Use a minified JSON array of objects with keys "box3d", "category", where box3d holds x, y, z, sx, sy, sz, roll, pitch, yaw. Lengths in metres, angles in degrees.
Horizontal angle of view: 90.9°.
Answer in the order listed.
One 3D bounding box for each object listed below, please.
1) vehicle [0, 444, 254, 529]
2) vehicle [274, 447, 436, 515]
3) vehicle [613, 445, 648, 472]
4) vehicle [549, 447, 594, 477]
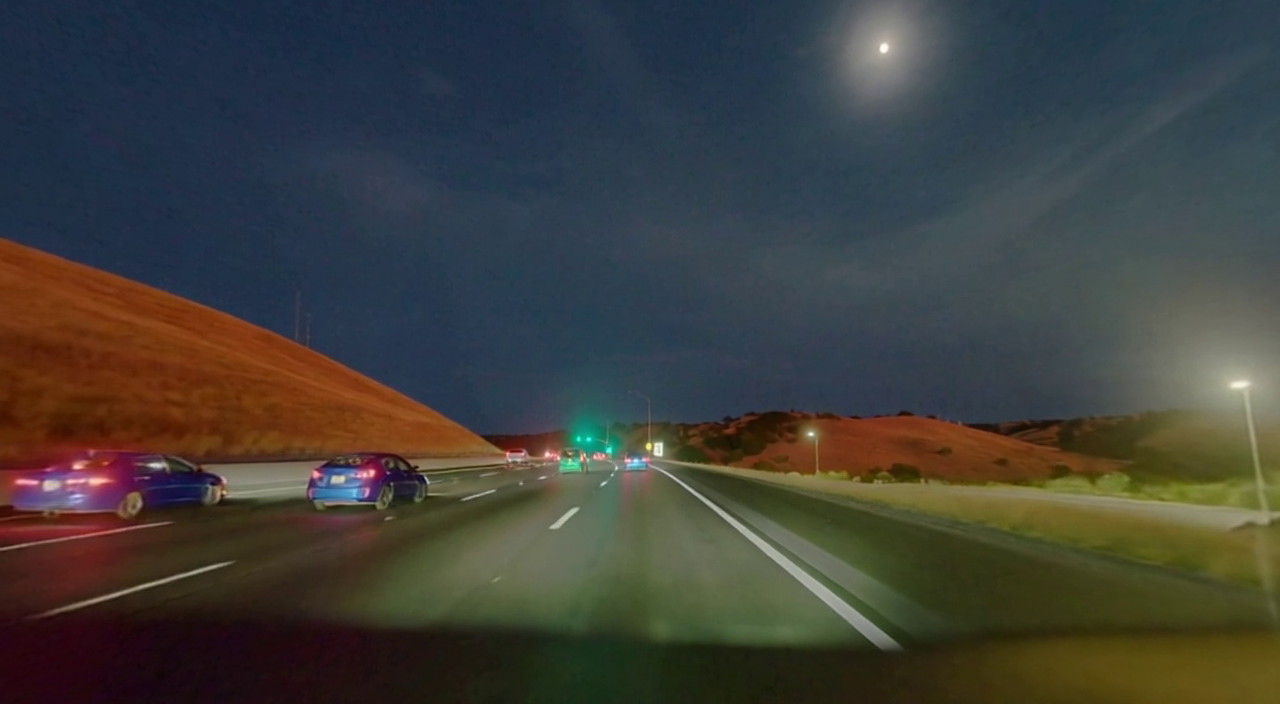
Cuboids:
[{"box3d":[-11.096,2.798,13.901,2.048,1.501,4.898,0,-8,0],"category":"vehicle"},{"box3d":[-6.852,3.107,15.776,1.991,1.441,4.265,0,-8,1],"category":"vehicle"},{"box3d":[-0.687,7.034,42.062,2.225,1.674,4.044,0,-8,-2],"category":"vehicle"},{"box3d":[-3.861,6.252,36.148,2.144,1.505,4.649,0,-8,-1],"category":"vehicle"}]
